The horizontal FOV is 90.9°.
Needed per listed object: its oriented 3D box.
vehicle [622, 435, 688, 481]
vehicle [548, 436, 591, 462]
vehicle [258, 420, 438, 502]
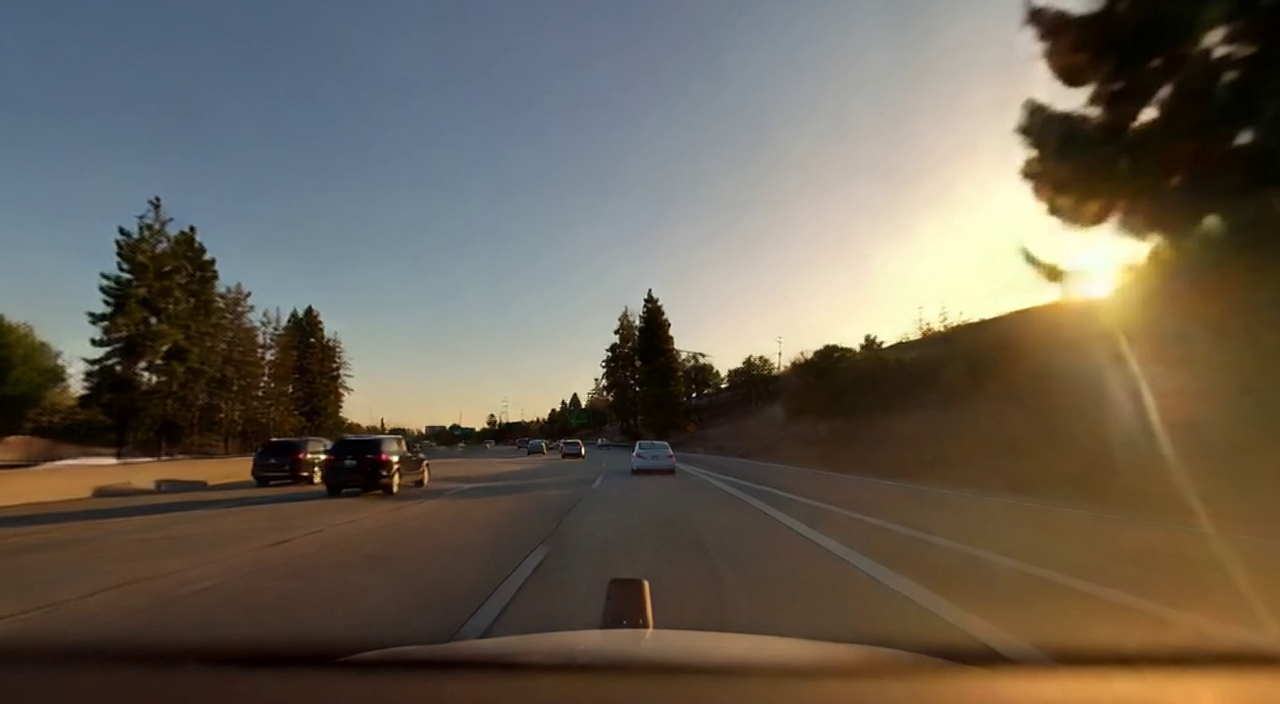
[{"bbox_3d":[0.428,3.632,21.871,2.051,1.444,3.927,0,-8,-1],"label":"vehicle"},{"bbox_3d":[-4.297,6.017,39.252,2.246,1.519,4.980,0,-8,-2],"label":"vehicle"},{"bbox_3d":[-6.838,2.613,15.502,2.221,1.693,4.631,0,-8,0],"label":"vehicle"}]
